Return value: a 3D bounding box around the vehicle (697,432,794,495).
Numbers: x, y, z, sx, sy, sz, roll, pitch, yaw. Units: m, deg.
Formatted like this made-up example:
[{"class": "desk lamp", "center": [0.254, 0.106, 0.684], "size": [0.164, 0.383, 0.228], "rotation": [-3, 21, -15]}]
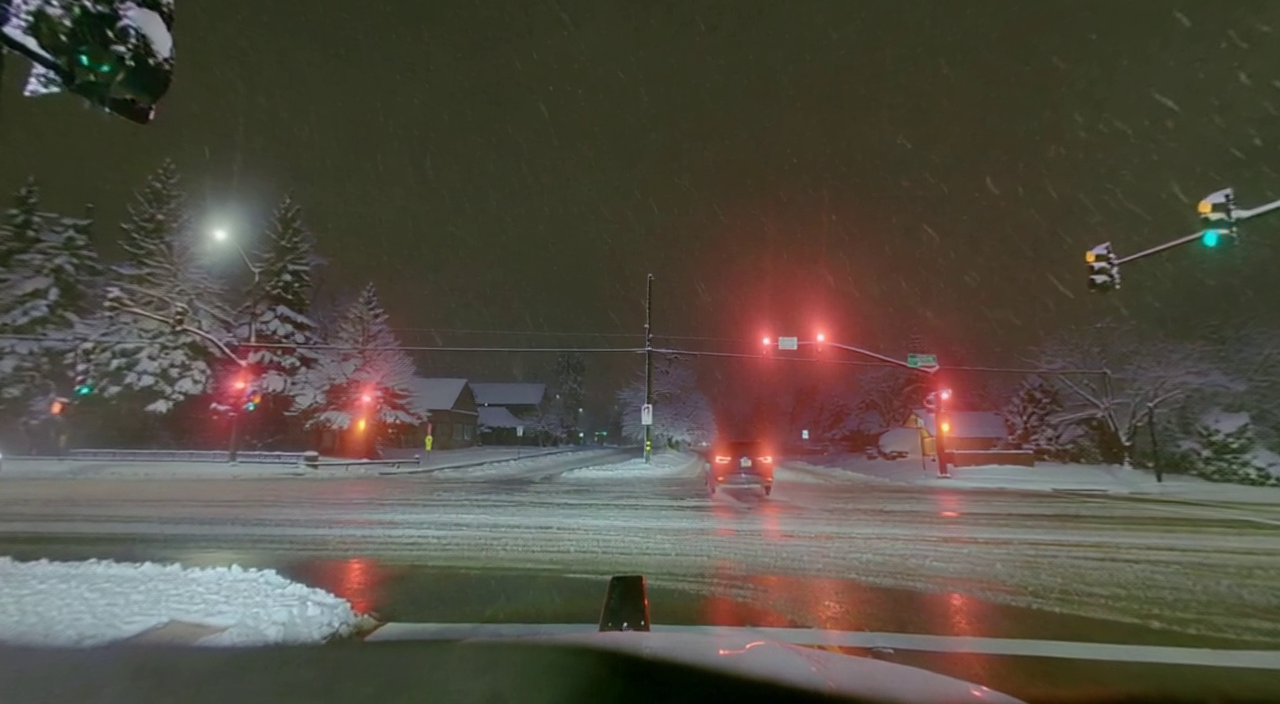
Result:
[{"class": "vehicle", "center": [3.073, 3.371, 19.477], "size": [2.150, 1.706, 4.754], "rotation": [0, -8, 0]}]
